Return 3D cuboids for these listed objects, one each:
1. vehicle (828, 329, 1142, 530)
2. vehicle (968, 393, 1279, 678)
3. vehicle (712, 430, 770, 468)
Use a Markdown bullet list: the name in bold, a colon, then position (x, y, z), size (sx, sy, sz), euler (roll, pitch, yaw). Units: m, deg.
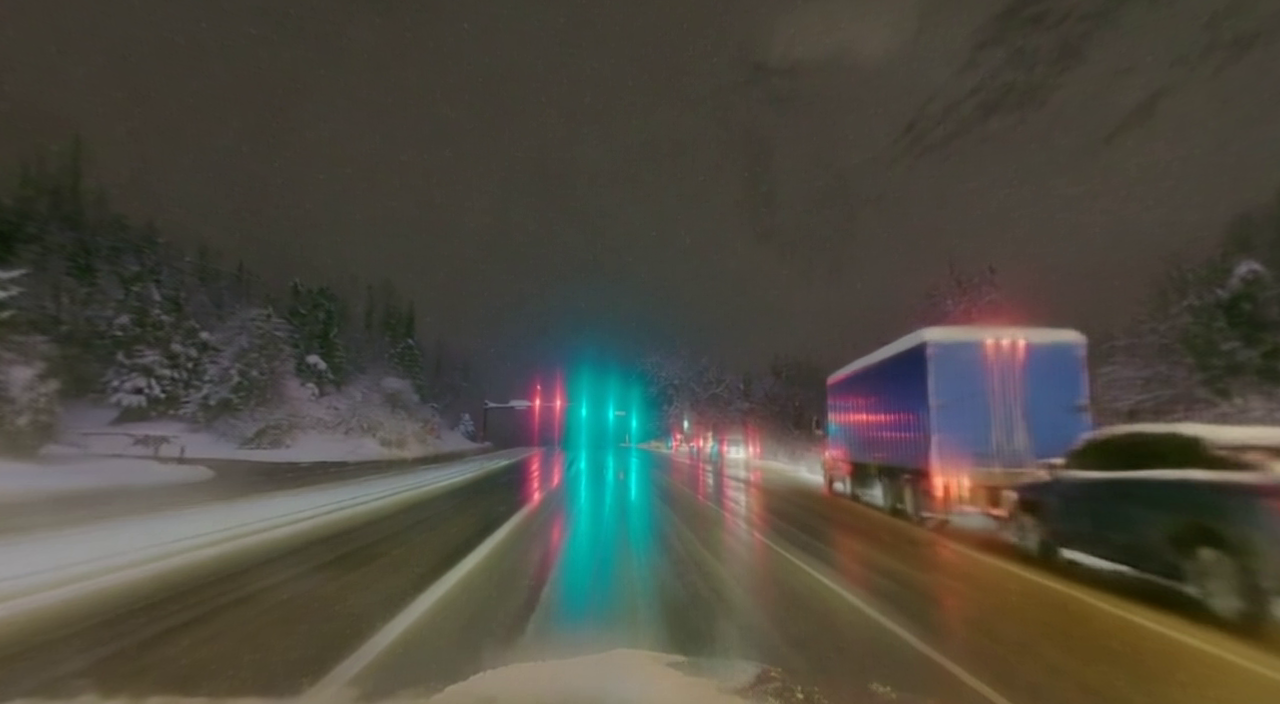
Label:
- **vehicle**: position (6.336, 1.719, 13.530), size (2.625, 2.975, 8.237), euler (-1, -8, 5)
- **vehicle**: position (4.917, 1.348, 5.712), size (1.926, 1.650, 4.315), euler (-1, -8, 7)
- **vehicle**: position (4.970, 4.847, 31.501), size (1.917, 1.748, 4.003), euler (0, -8, -5)
